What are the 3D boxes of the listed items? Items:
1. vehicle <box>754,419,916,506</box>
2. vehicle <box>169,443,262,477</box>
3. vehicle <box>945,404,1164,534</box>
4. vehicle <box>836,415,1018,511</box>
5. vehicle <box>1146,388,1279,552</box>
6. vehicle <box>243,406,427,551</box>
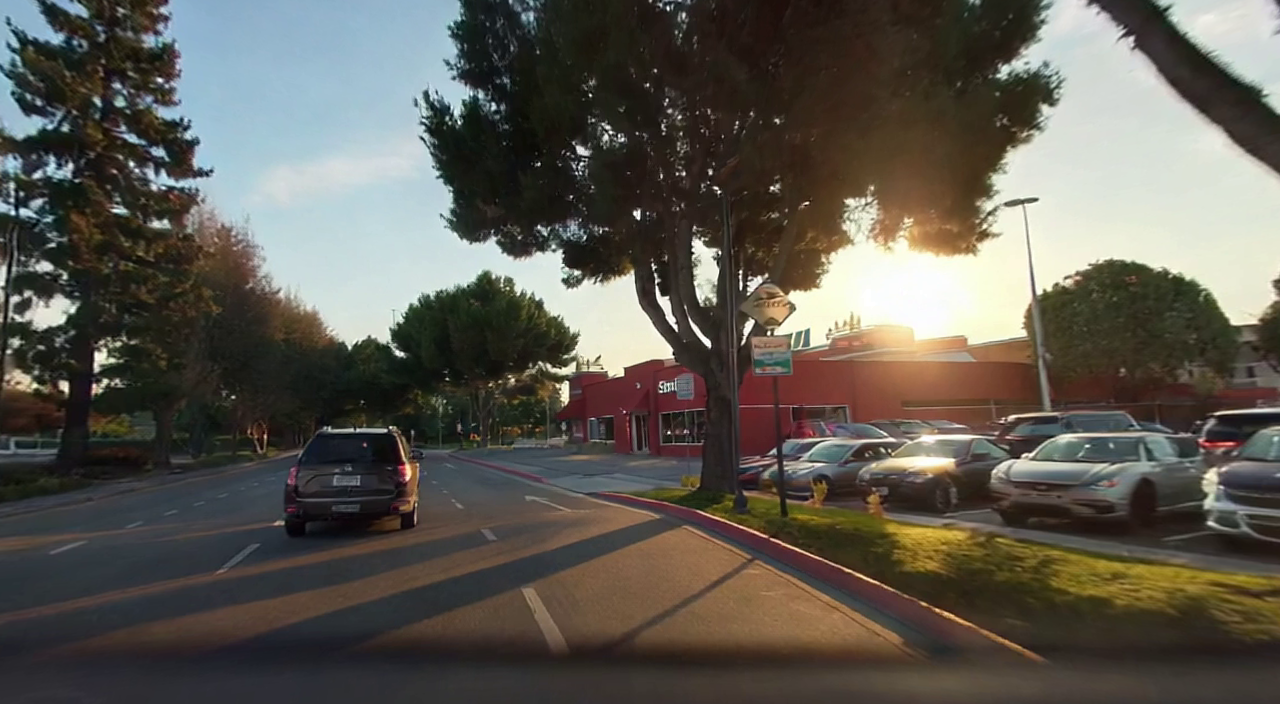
[{"bbox_3d":[4.376,2.348,13.849,1.935,1.441,3.556,-9,-8,42],"label":"vehicle"},{"bbox_3d":[-19.931,5.046,29.688,1.802,1.482,3.661,0,-8,0],"label":"vehicle"},{"bbox_3d":[6.043,1.575,9.022,1.911,1.440,3.543,-7,-11,43],"label":"vehicle"},{"bbox_3d":[5.394,1.973,11.645,1.925,1.455,3.577,-7,-11,43],"label":"vehicle"},{"bbox_3d":[7.139,1.239,7.021,1.941,1.446,4.093,-7,-10,42],"label":"vehicle"},{"bbox_3d":[-4.577,1.868,10.092,2.065,1.773,4.128,3,-8,-19],"label":"vehicle"}]
